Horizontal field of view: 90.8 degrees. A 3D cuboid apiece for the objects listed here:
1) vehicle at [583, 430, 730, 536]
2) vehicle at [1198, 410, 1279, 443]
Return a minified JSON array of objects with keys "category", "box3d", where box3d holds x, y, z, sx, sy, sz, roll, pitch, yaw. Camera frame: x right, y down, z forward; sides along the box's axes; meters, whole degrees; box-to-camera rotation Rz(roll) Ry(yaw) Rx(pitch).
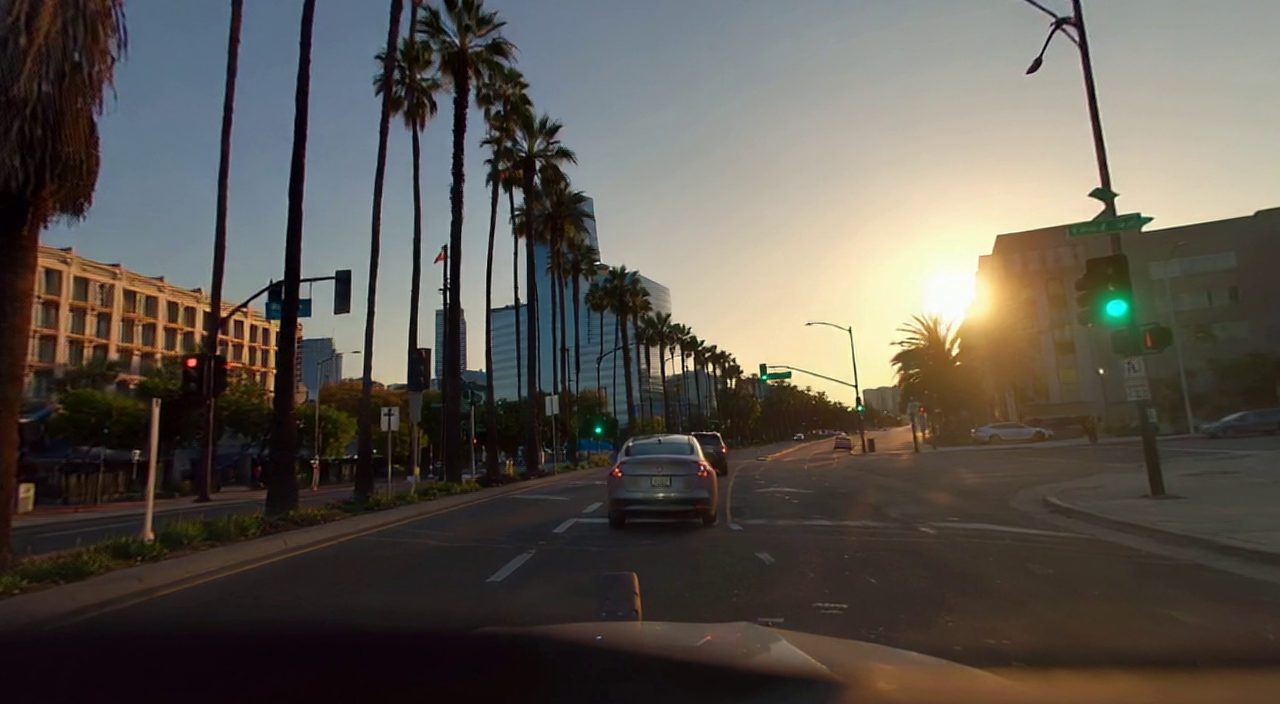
[{"category":"vehicle","box3d":[0.347,2.180,11.143,2.096,1.492,4.071,-1,-8,3]},{"category":"vehicle","box3d":[36.509,4.460,37.658,5.049,1.861,2.081,2,-9,-12]}]
